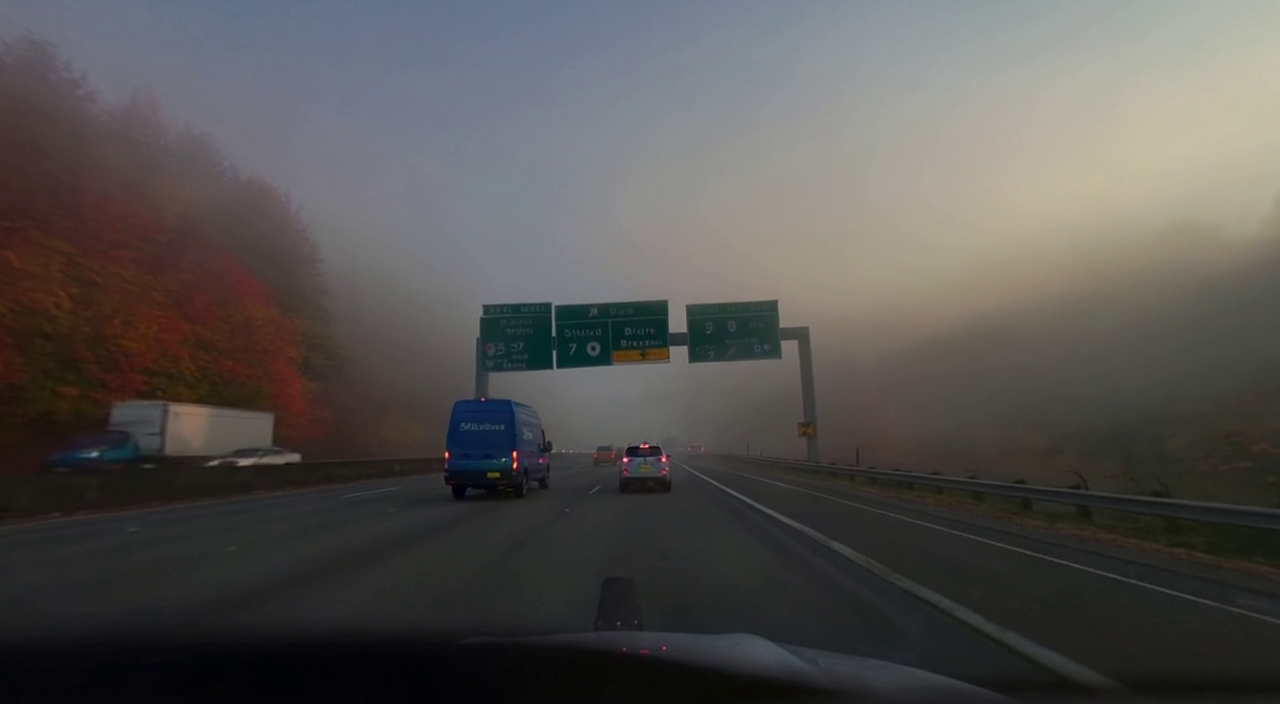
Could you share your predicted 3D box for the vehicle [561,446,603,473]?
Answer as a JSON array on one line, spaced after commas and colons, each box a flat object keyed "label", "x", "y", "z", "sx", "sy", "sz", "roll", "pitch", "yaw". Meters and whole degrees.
[{"label": "vehicle", "x": -3.401, "y": 6.407, "z": 37.604, "sx": 2.015, "sy": 1.496, "sz": 4.312, "roll": 0, "pitch": -9, "yaw": 1}]

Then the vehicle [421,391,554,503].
[{"label": "vehicle", "x": -4.107, "y": 2.743, "z": 18.194, "sx": 2.275, "sy": 2.692, "sz": 5.810, "roll": 0, "pitch": -9, "yaw": 1}]

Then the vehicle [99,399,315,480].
[{"label": "vehicle", "x": -25.406, "y": 5.447, "z": 38.565, "sx": 2.906, "sy": 4.059, "sz": 14.158, "roll": 0, "pitch": -9, "yaw": 2}]

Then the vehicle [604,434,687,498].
[{"label": "vehicle", "x": 0.179, "y": 3.332, "z": 18.669, "sx": 2.195, "sy": 1.679, "sz": 4.070, "roll": 0, "pitch": -9, "yaw": 1}]
